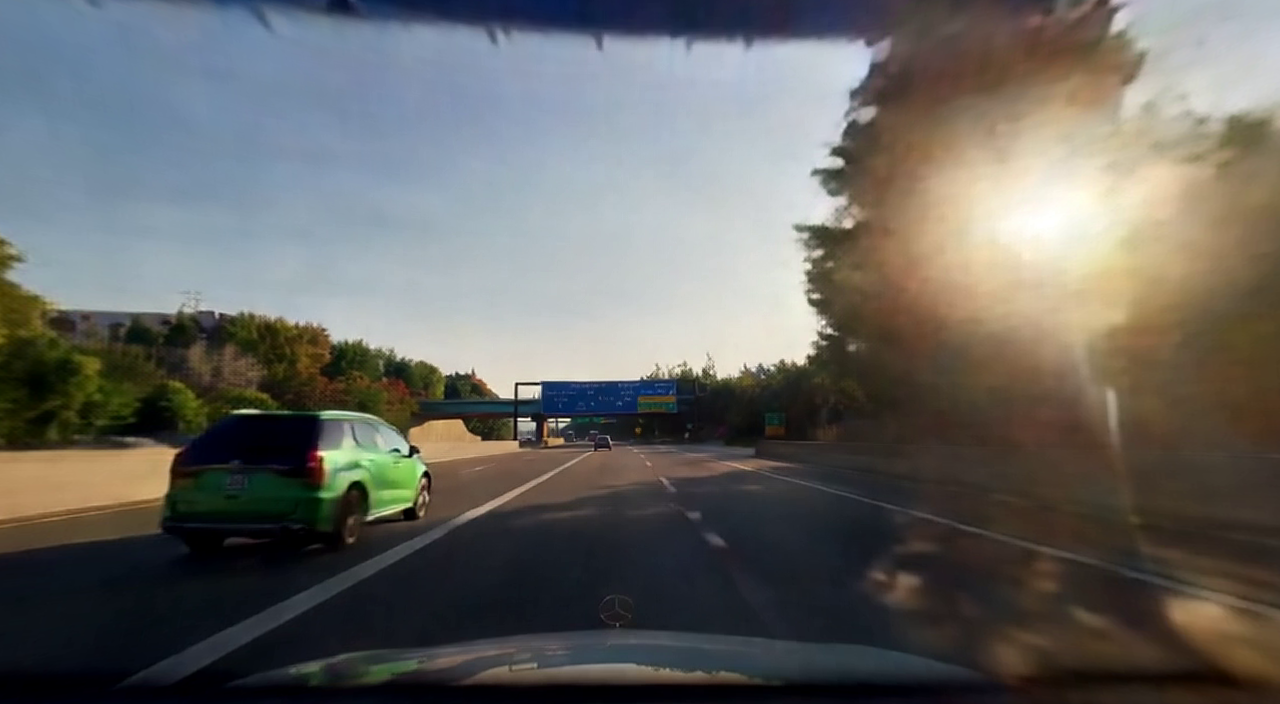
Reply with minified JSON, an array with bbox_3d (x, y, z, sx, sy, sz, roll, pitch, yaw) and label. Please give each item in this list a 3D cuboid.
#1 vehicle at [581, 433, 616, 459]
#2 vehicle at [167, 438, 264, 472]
[{"bbox_3d":[-2.455,5.604,37.808,2.000,1.491,3.913,0,-8,-3],"label":"vehicle"},{"bbox_3d":[-20.170,4.876,30.185,1.779,1.493,4.198,0,-8,-1],"label":"vehicle"}]
